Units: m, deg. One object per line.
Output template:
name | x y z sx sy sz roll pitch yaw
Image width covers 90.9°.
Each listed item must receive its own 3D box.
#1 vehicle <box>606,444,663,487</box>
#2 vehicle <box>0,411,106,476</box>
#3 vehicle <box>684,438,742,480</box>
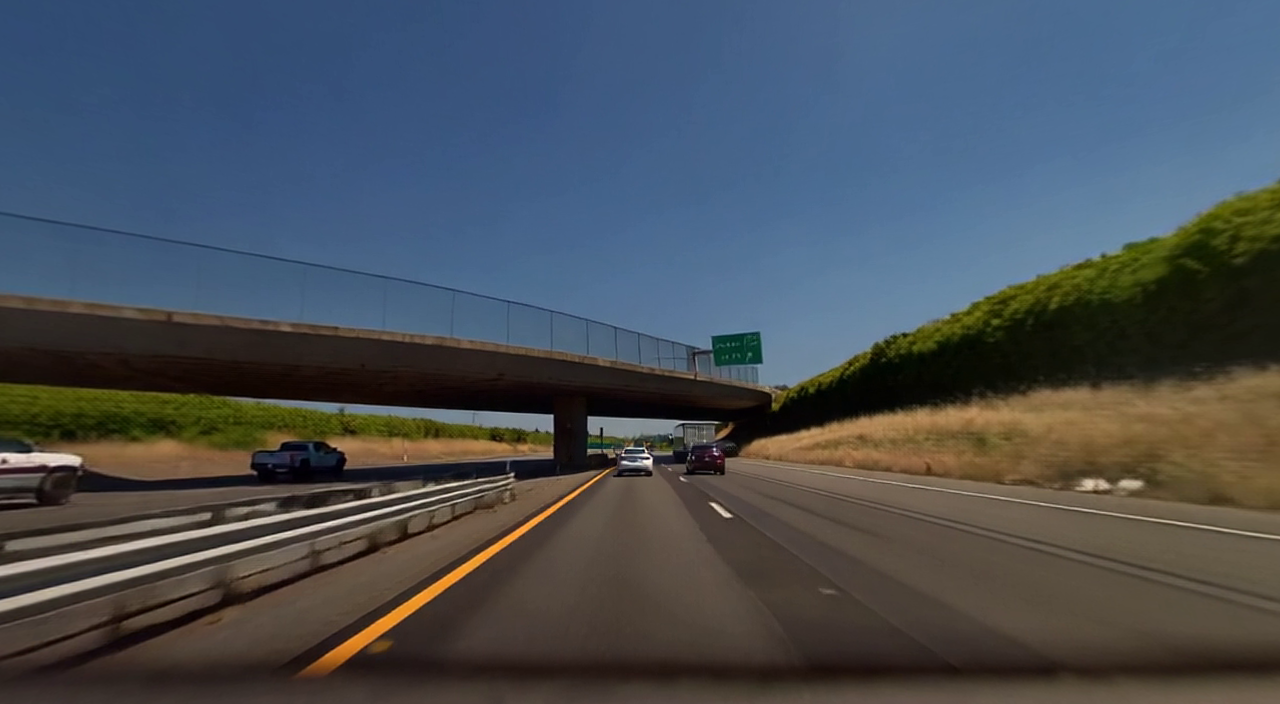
vehicle | -0.203 4.184 23.478 1.970 1.441 3.846 0 -9 0
vehicle | -35.912 4.691 32.465 2.892 3.450 16.147 0 -9 -1
vehicle | 3.181 4.791 28.294 2.048 1.704 4.284 0 -9 -1
